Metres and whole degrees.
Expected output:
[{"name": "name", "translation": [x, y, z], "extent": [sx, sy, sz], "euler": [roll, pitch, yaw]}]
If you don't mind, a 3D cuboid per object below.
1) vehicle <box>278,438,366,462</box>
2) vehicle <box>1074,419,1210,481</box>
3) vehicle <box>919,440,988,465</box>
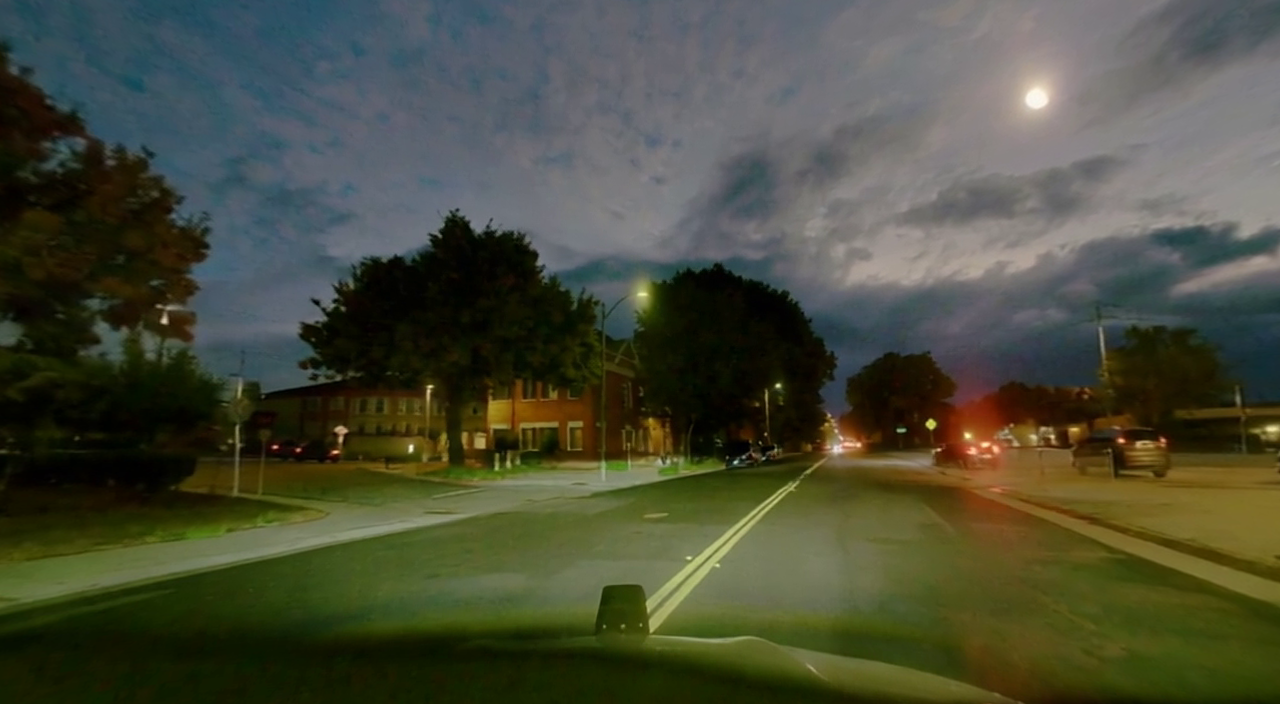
[{"name": "vehicle", "translation": [-21.699, 6.697, 43.103], "extent": [4.814, 1.609, 2.197], "euler": [-1, -9, 1]}, {"name": "vehicle", "translation": [16.708, 3.301, 21.309], "extent": [2.018, 1.840, 4.662], "euler": [-3, -9, 19]}, {"name": "vehicle", "translation": [23.682, 7.575, 47.731], "extent": [4.277, 1.740, 2.097], "euler": [-2, -8, 15]}]
